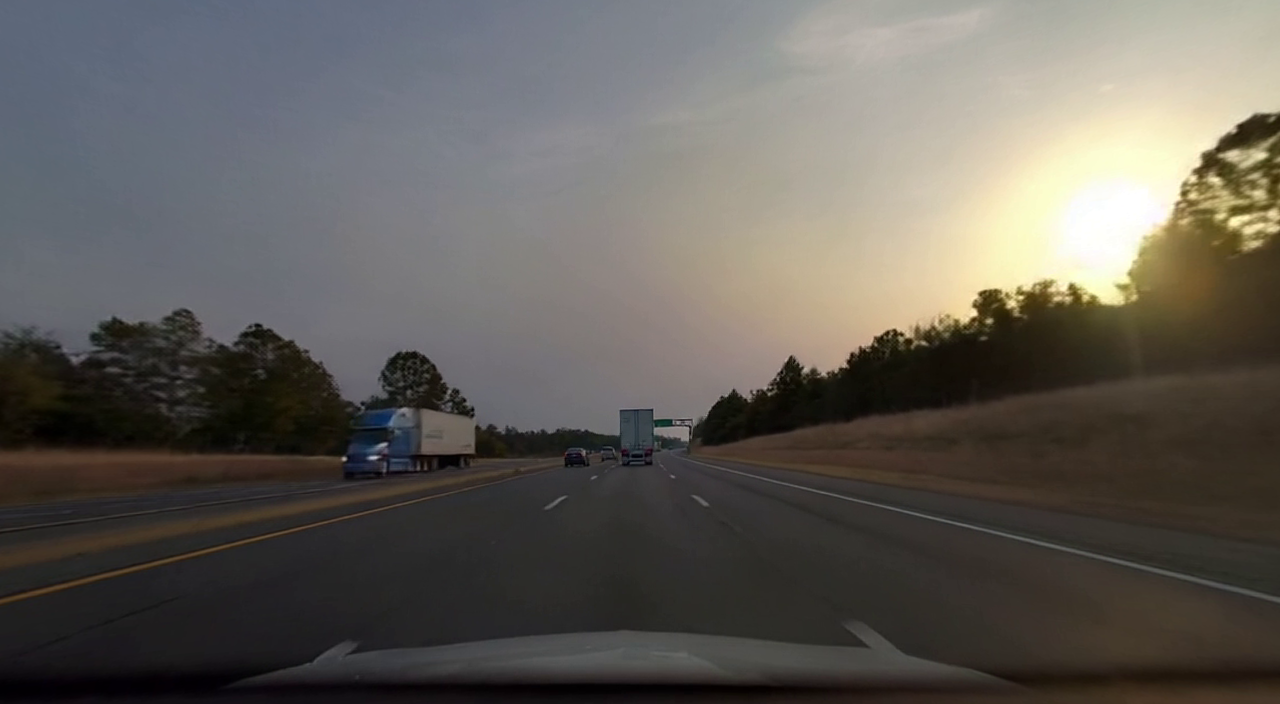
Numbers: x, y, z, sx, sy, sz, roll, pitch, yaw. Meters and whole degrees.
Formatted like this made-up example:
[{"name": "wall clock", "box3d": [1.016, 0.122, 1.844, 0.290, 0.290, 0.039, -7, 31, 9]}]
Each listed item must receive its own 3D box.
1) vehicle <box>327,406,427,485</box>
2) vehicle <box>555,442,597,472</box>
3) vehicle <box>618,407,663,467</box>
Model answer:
[{"name": "vehicle", "box3d": [-14.976, 5.458, 36.321, 2.966, 4.134, 6.321, 0, -9, 0]}, {"name": "vehicle", "box3d": [-3.716, 6.220, 37.202, 2.112, 1.645, 4.129, 0, -9, -1]}, {"name": "vehicle", "box3d": [-0.069, 6.673, 48.391, 3.100, 4.091, 10.664, 0, -9, -1]}]
